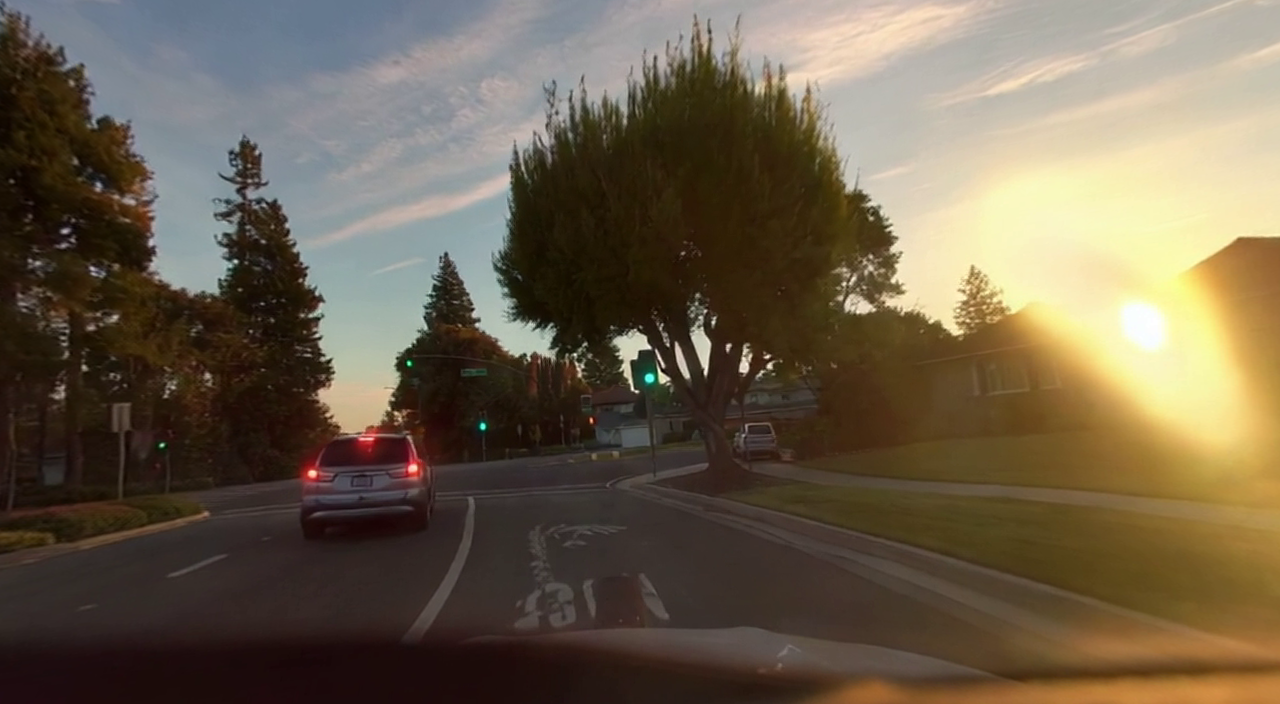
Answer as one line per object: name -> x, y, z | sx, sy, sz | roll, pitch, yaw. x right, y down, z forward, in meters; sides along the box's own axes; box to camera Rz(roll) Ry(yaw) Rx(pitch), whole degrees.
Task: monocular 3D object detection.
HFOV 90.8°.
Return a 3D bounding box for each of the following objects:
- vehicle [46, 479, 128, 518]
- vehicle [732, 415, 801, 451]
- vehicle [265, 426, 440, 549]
vehicle -> -29.831, 7.850, 34.235 | 1.943, 1.677, 4.176 | 3, -9, -21
vehicle -> 5.664, 3.739, 28.825 | 1.911, 1.516, 4.251 | 0, -8, -5
vehicle -> -4.782, 2.245, 11.228 | 1.990, 1.707, 4.225 | 1, -9, -13
